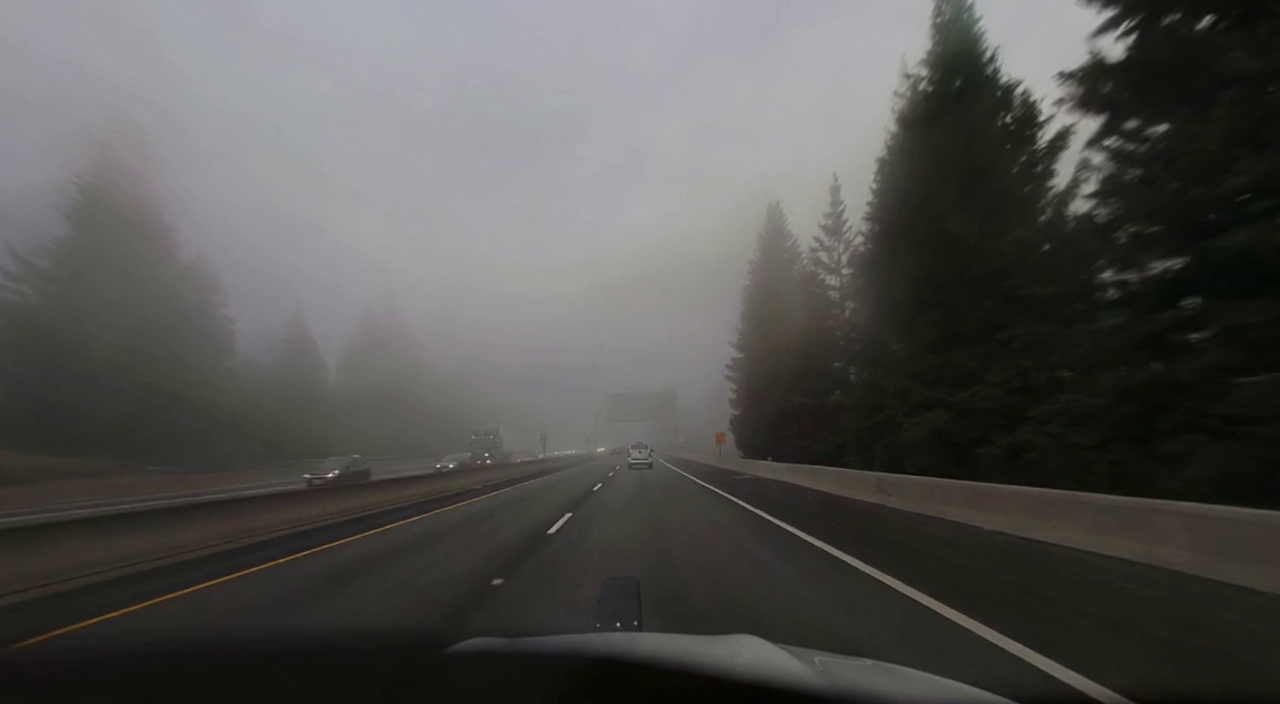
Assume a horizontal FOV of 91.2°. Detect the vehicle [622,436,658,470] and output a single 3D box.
[{"bbox_3d":[-0.008,6.753,42.070,2.268,2.122,4.595,-1,-9,1],"label":"vehicle"}]
